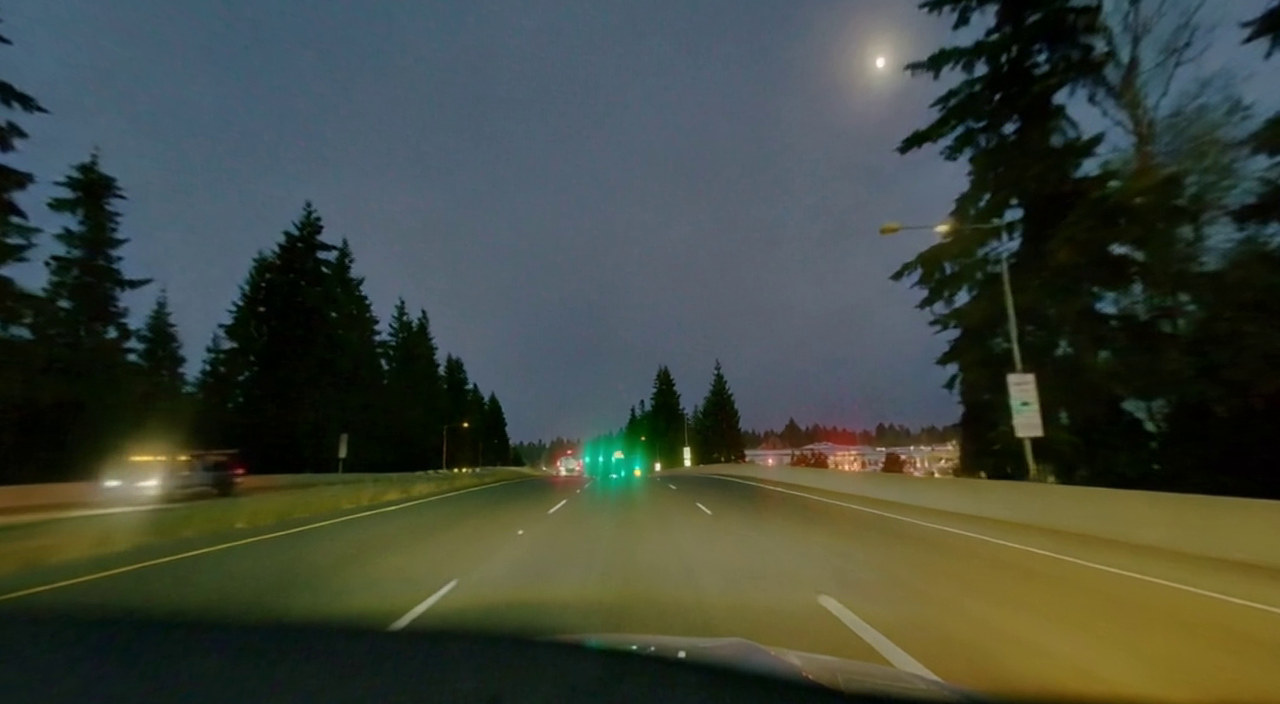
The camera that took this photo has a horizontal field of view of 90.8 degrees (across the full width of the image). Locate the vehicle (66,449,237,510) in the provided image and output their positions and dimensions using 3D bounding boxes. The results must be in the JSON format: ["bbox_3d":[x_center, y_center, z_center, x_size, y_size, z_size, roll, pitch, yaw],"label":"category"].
[{"bbox_3d":[-16.321,4.222,21.542,2.069,1.776,4.803,0,-8,-2],"label":"vehicle"}]

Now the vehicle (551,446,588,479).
[{"bbox_3d":[-5.138,8.081,46.649,2.323,2.252,4.808,0,-8,-2],"label":"vehicle"}]
